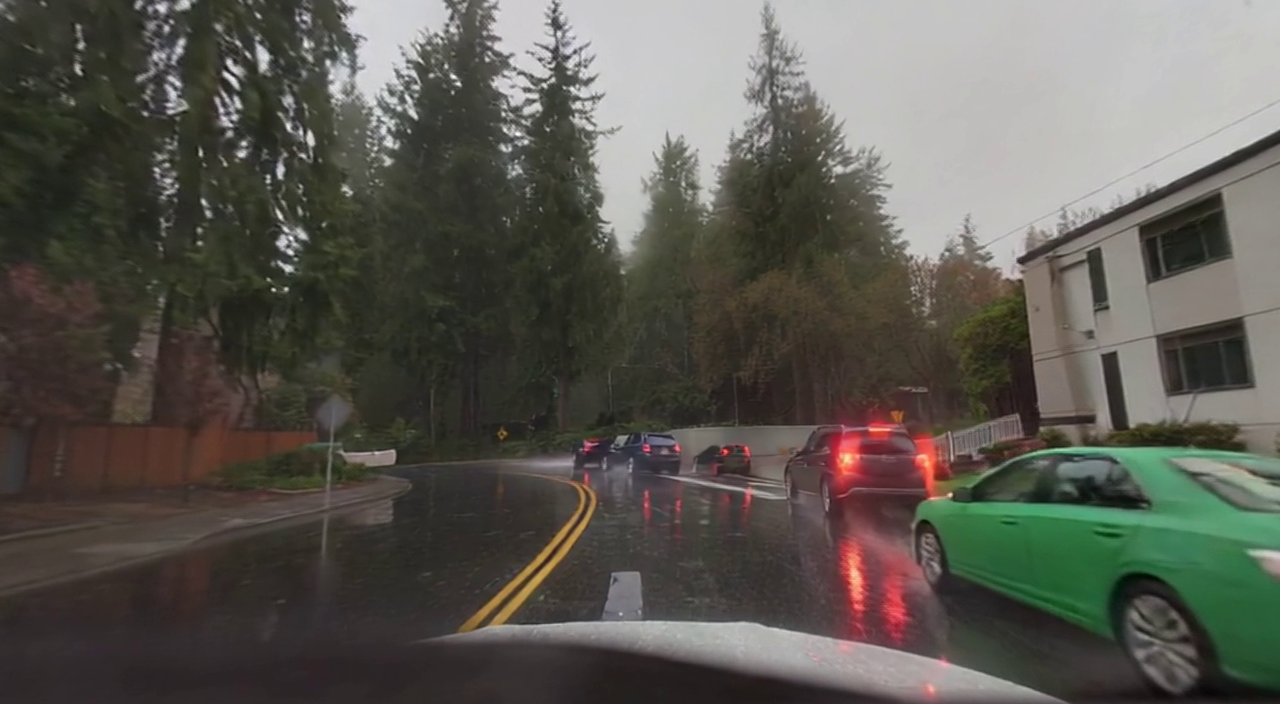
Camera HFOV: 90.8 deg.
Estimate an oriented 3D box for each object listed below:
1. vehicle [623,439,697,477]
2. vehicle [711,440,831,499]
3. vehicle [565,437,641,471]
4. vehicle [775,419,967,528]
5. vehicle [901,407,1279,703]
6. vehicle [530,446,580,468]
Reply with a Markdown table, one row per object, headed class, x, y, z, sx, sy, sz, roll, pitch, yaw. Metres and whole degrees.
| class | x | y | z | sx | sy | sz | roll | pitch | yaw |
| --- | --- | --- | --- | --- | --- | --- | --- | --- | --- |
| vehicle | 0.894 | 5.208 | 31.245 | 1.967 | 1.698 | 4.649 | 3 | -9 | -21 |
| vehicle | 3.676 | 3.400 | 18.724 | 1.844 | 1.501 | 4.635 | 2 | -9 | -10 |
| vehicle | -2.374 | 6.217 | 38.767 | 2.511 | 1.904 | 6.143 | 4 | -10 | -25 |
| vehicle | 4.341 | 2.356 | 12.826 | 1.922 | 1.785 | 4.513 | 1 | -9 | -4 |
| vehicle | 3.913 | 1.292 | 4.692 | 2.046 | 1.502 | 4.767 | 0 | -9 | 2 |
| vehicle | -6.202 | 7.547 | 45.669 | 1.789 | 1.504 | 4.435 | 6 | -10 | -33 |
